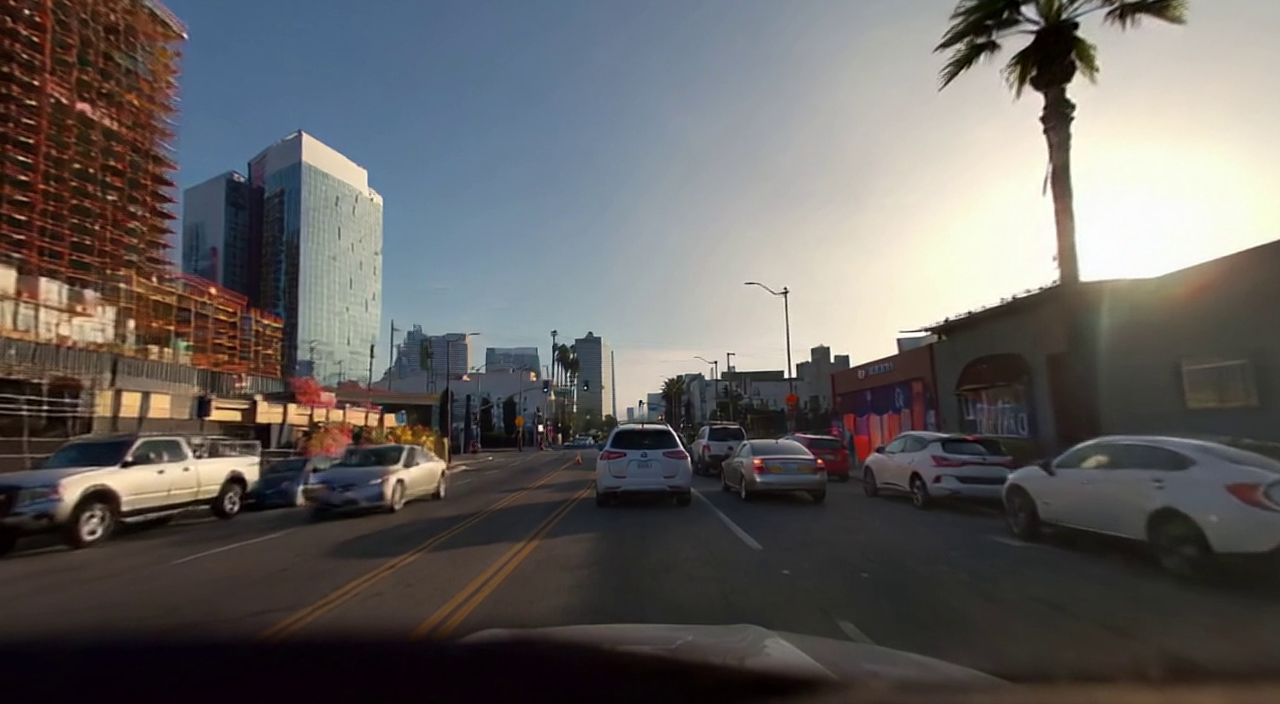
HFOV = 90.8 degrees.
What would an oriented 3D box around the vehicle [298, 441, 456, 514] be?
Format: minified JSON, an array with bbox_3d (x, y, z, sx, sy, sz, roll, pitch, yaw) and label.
[{"bbox_3d":[-6.112,2.937,15.361,2.020,1.486,4.363,0,-9,-1],"label":"vehicle"}]

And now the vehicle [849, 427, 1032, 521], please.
[{"bbox_3d":[6.163,2.486,13.611,1.819,1.672,4.139,0,-7,-1],"label":"vehicle"}]

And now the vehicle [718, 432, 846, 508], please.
[{"bbox_3d":[3.113,2.675,14.754,1.999,1.487,3.939,0,-9,-1],"label":"vehicle"}]

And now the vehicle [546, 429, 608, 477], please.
[{"bbox_3d":[-2.626,4.348,27.474,2.180,1.879,4.452,-1,-9,1],"label":"vehicle"}]

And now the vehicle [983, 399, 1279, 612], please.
[{"bbox_3d":[6.339,1.620,7.501,1.886,1.792,4.525,0,-9,-1],"label":"vehicle"}]

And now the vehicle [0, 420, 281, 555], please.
[{"bbox_3d":[-10.015,2.655,12.541,2.294,1.948,6.025,-6,-10,0],"label":"vehicle"}]

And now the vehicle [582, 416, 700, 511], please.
[{"bbox_3d":[0.000,2.468,14.352,2.264,1.798,4.258,0,-9,0],"label":"vehicle"}]
